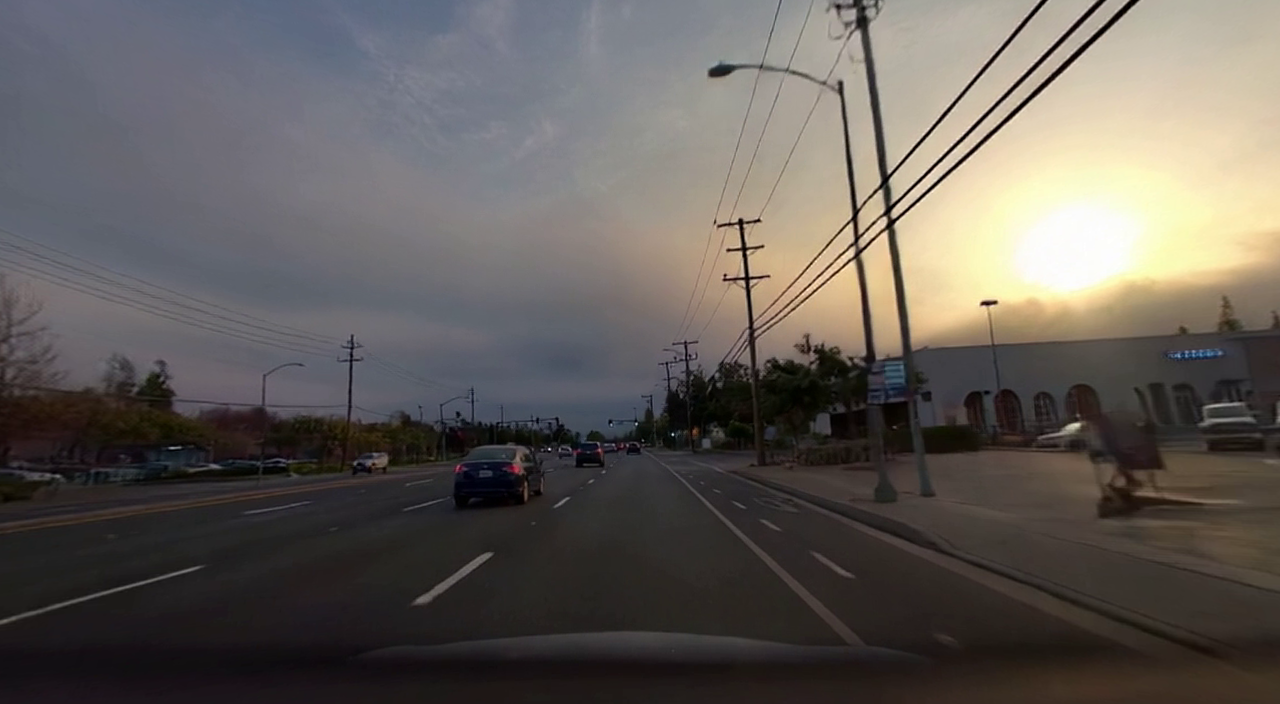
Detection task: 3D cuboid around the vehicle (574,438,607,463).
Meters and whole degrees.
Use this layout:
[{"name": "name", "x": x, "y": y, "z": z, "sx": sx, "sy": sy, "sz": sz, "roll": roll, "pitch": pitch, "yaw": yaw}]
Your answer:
[{"name": "vehicle", "x": -3.569, "y": 7.259, "z": 46.450, "sx": 2.087, "sy": 1.736, "sz": 4.311, "roll": 0, "pitch": -9, "yaw": 0}]

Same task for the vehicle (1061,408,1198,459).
[{"name": "vehicle", "x": 16.525, "y": 2.805, "z": 21.235, "sx": 4.497, "sy": 1.548, "sz": 1.997, "roll": 5, "pitch": -10, "yaw": -30}]

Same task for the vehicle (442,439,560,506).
[{"name": "vehicle", "x": -3.412, "y": 3.049, "z": 16.373, "sx": 1.942, "sy": 1.469, "sz": 4.426, "roll": 0, "pitch": -9, "yaw": 2}]
